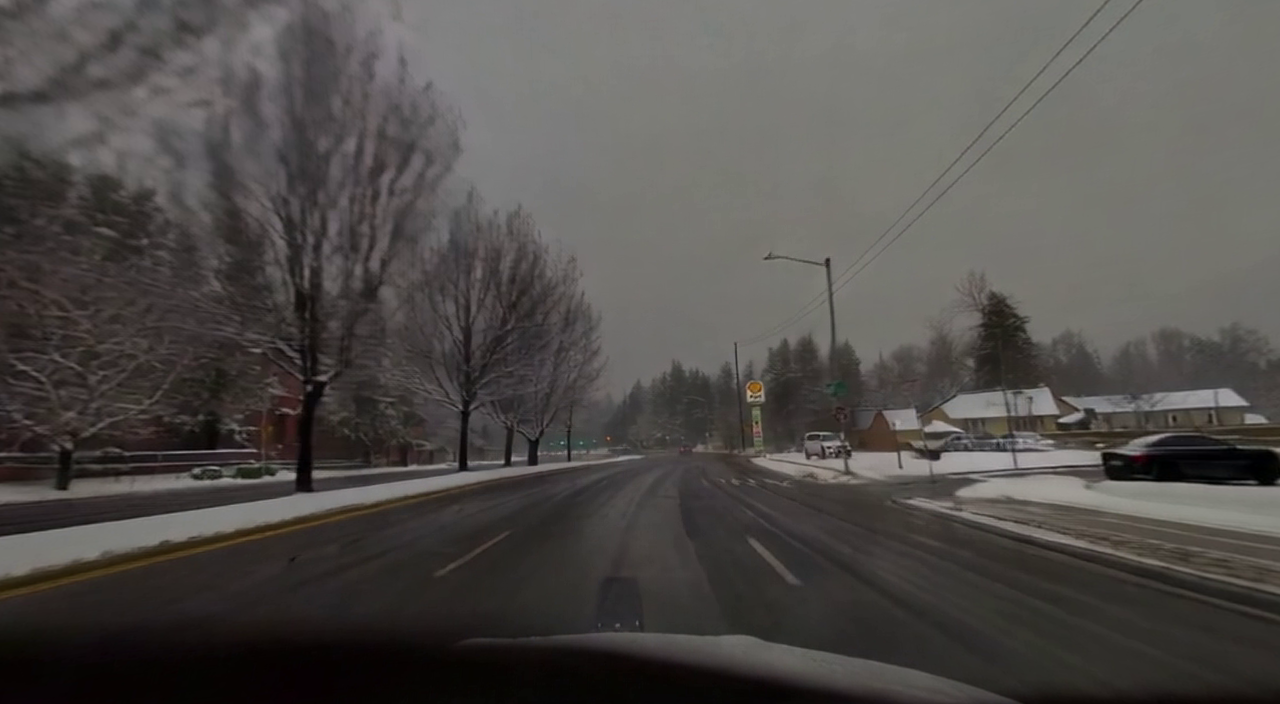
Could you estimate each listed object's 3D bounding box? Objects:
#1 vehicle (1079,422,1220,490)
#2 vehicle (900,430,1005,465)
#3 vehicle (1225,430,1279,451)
[{"bbox_3d":[13.474,2.775,16.594,4.744,1.475,2.008,9,-16,-42],"label":"vehicle"},{"bbox_3d":[17.009,5.221,34.521,4.543,1.838,2.127,0,-9,-5],"label":"vehicle"},{"bbox_3d":[44.943,6.256,44.759,1.862,1.435,4.862,1,-9,-11],"label":"vehicle"}]
